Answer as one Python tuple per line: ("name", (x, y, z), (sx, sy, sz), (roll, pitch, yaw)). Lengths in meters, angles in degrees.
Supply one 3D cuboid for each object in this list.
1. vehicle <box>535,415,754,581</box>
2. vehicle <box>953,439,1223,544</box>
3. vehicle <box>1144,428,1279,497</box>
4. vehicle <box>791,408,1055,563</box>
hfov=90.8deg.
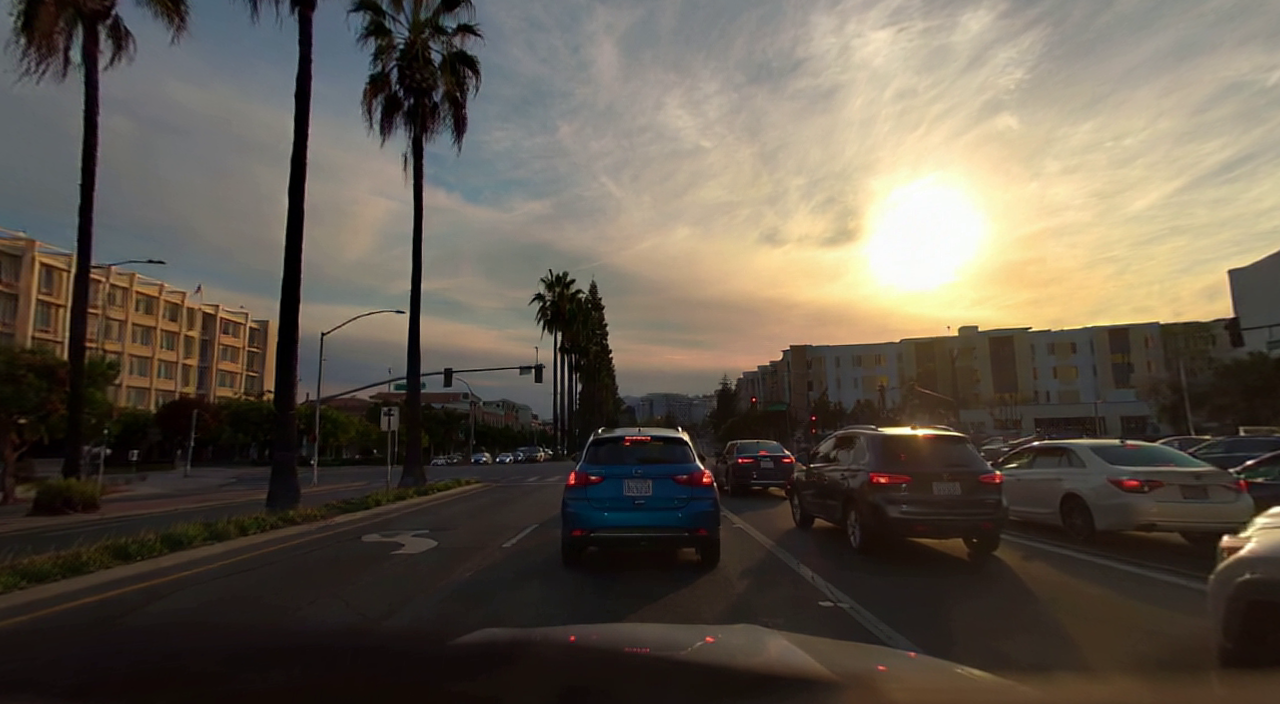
("vehicle", (0.041, 1.705, 8.121), (2.083, 1.572, 4.021), (0, -9, 0))
("vehicle", (7.378, 2.295, 11.032), (1.832, 1.477, 3.981), (0, -9, 1))
("vehicle", (18.062, 3.202, 18.476), (4.786, 1.848, 2.107), (0, -9, -1))
("vehicle", (3.680, 1.818, 9.233), (1.947, 1.725, 4.159), (0, -9, 1))
